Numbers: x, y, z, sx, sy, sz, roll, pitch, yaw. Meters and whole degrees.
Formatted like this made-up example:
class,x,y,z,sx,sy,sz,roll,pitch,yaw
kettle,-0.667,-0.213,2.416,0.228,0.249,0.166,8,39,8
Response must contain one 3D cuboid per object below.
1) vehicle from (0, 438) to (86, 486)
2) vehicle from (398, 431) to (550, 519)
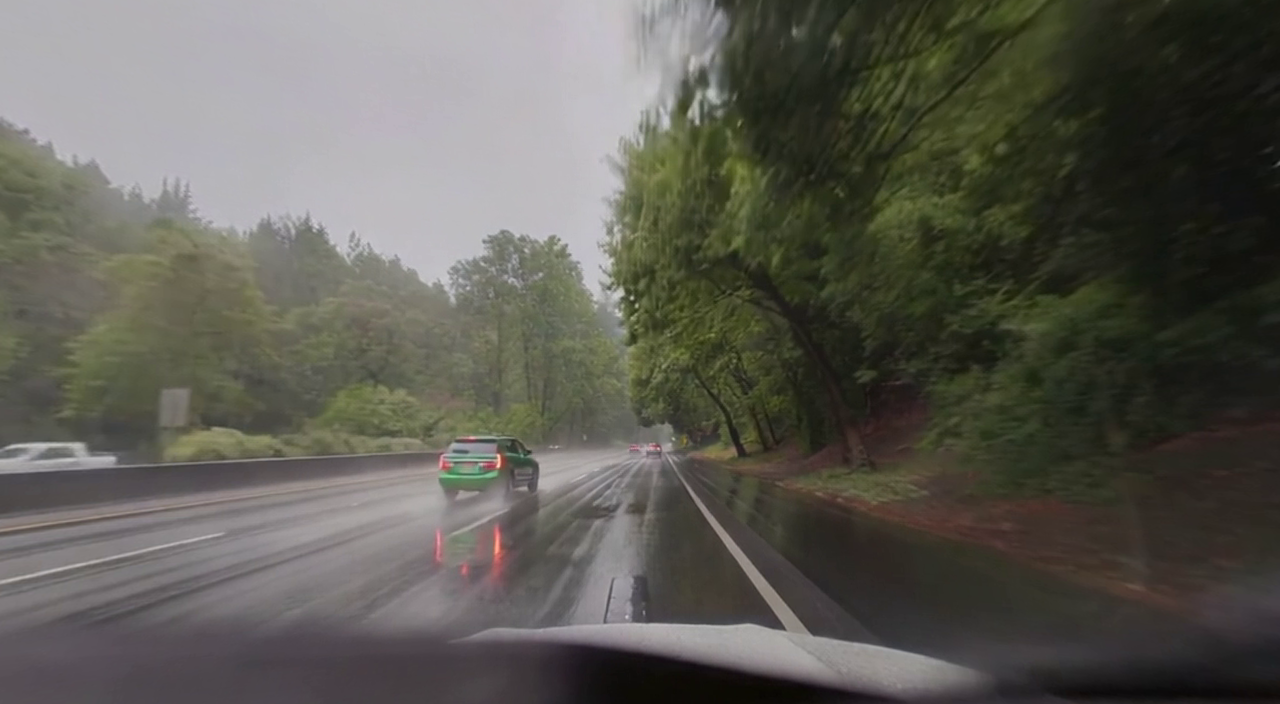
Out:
class,x,y,z,sx,sy,sz,roll,pitch,yaw
vehicle,-23.051,3.966,22.739,1.868,1.620,4.490,-1,-8,1
vehicle,-3.300,2.533,13.573,2.015,1.561,4.469,0,-8,1
